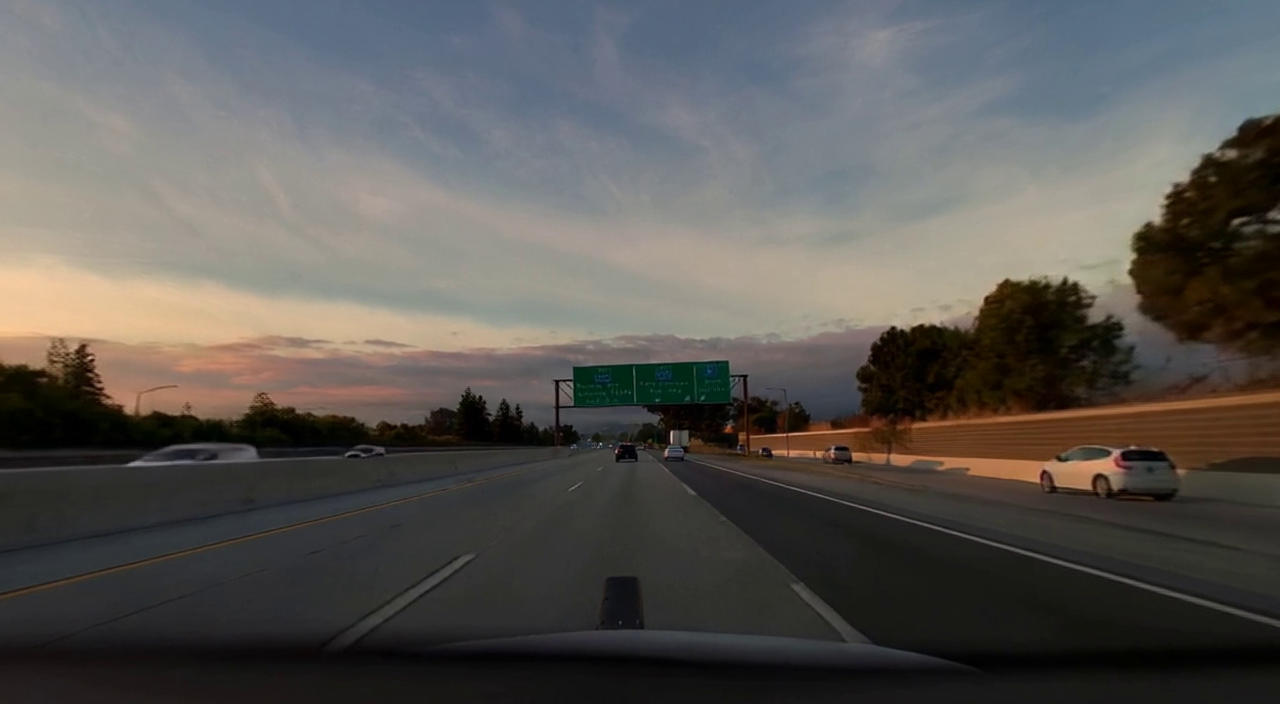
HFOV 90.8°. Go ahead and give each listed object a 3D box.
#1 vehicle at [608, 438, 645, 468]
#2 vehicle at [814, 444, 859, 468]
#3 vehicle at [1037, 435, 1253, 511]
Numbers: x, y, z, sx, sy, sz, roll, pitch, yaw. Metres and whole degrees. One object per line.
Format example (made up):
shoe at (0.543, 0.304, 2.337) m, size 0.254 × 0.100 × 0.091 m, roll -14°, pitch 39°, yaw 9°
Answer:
vehicle at (-0.803, 6.170, 38.752) m, size 2.121 × 1.739 × 4.087 m, roll 0°, pitch -9°, yaw 0°
vehicle at (13.309, 7.070, 43.059) m, size 1.867 × 1.563 × 4.436 m, roll -1°, pitch -9°, yaw 3°
vehicle at (12.594, 3.010, 16.240) m, size 1.912 × 1.673 × 4.438 m, roll 0°, pitch -9°, yaw 1°
